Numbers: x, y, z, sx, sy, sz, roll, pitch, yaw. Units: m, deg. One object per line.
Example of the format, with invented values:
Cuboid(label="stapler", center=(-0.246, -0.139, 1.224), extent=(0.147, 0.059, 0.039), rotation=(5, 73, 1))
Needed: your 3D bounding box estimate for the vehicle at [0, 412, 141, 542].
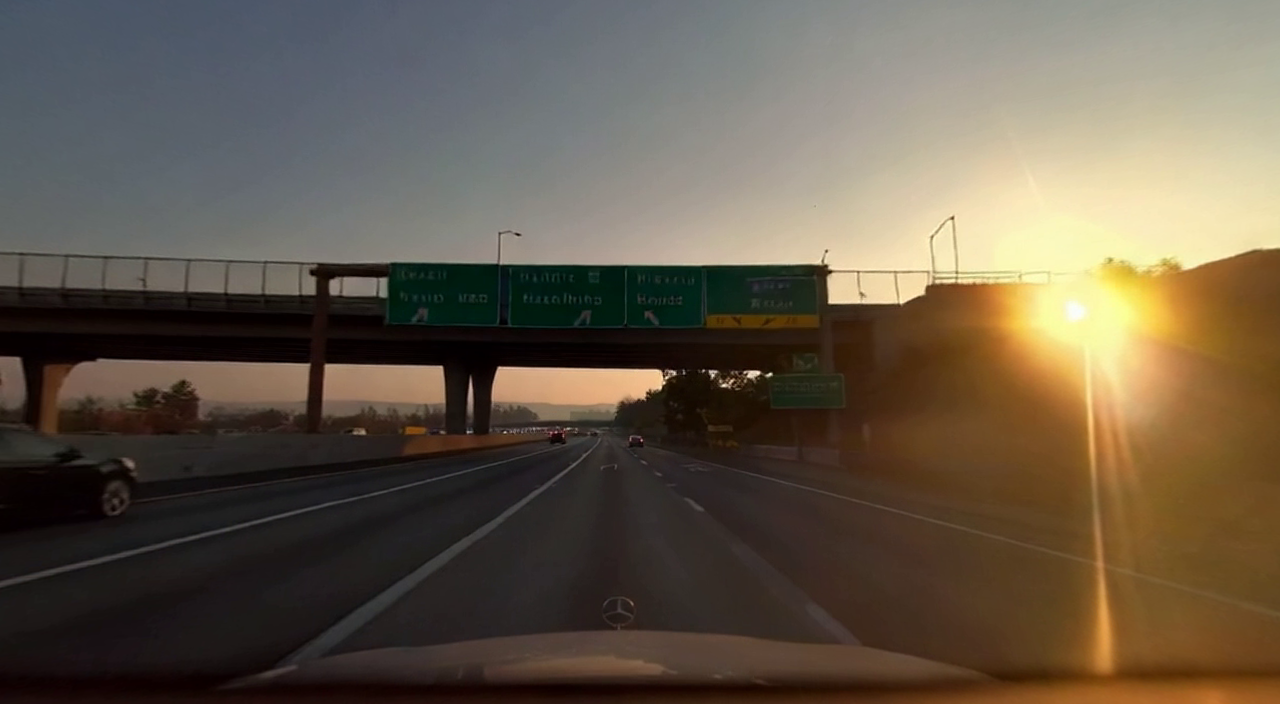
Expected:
Cuboid(label="vehicle", center=(-8.624, 1.472, 7.278), extent=(1.828, 1.549, 4.846), rotation=(0, -8, -2))
